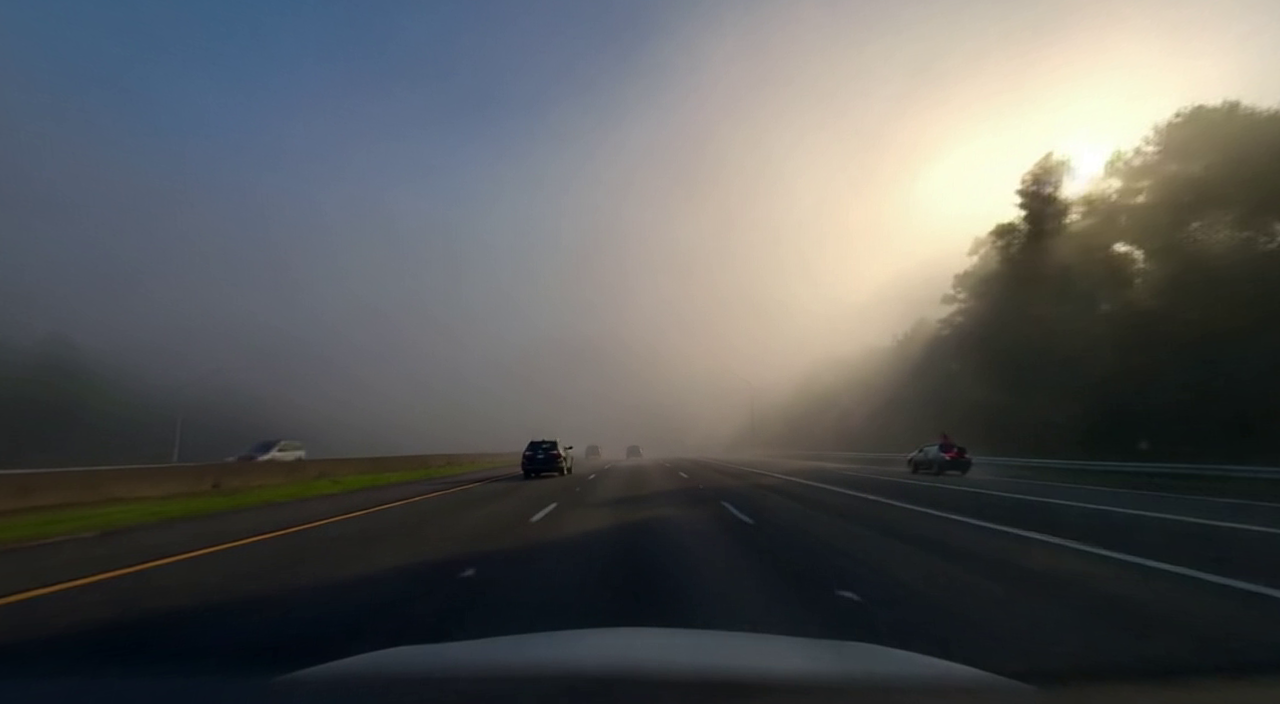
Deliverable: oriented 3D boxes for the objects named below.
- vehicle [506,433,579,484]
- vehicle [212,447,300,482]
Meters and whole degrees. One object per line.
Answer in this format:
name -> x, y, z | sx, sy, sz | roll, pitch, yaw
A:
vehicle -> -3.630, 4.080, 24.435 | 2.114, 1.774, 4.427 | 0, -9, 0
vehicle -> -21.264, 6.214, 35.237 | 1.977, 1.826, 4.671 | 0, -9, 0
